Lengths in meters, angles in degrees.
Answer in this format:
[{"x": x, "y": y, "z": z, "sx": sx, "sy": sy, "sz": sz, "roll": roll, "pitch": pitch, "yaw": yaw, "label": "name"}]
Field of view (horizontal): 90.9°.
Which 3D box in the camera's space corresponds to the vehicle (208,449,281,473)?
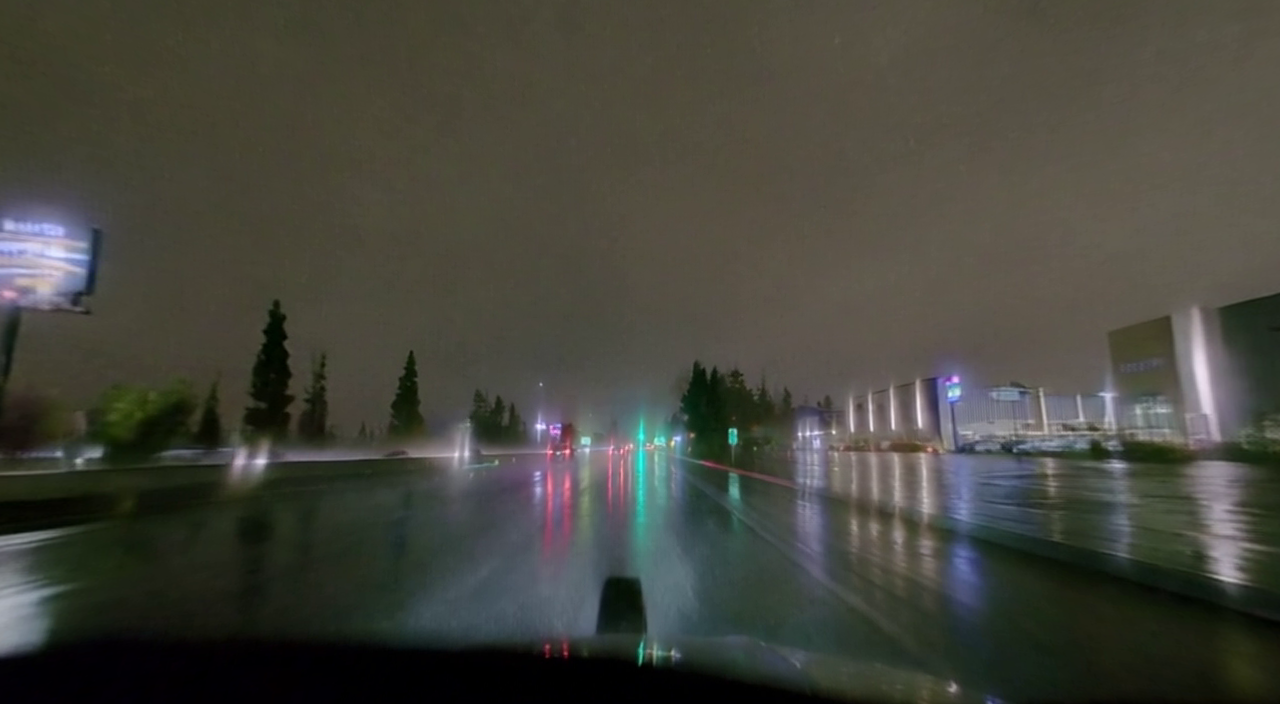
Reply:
[{"x": -27.847, "y": 7.703, "z": 44.656, "sx": 1.954, "sy": 1.547, "sz": 4.875, "roll": 0, "pitch": -8, "yaw": 1, "label": "vehicle"}]
